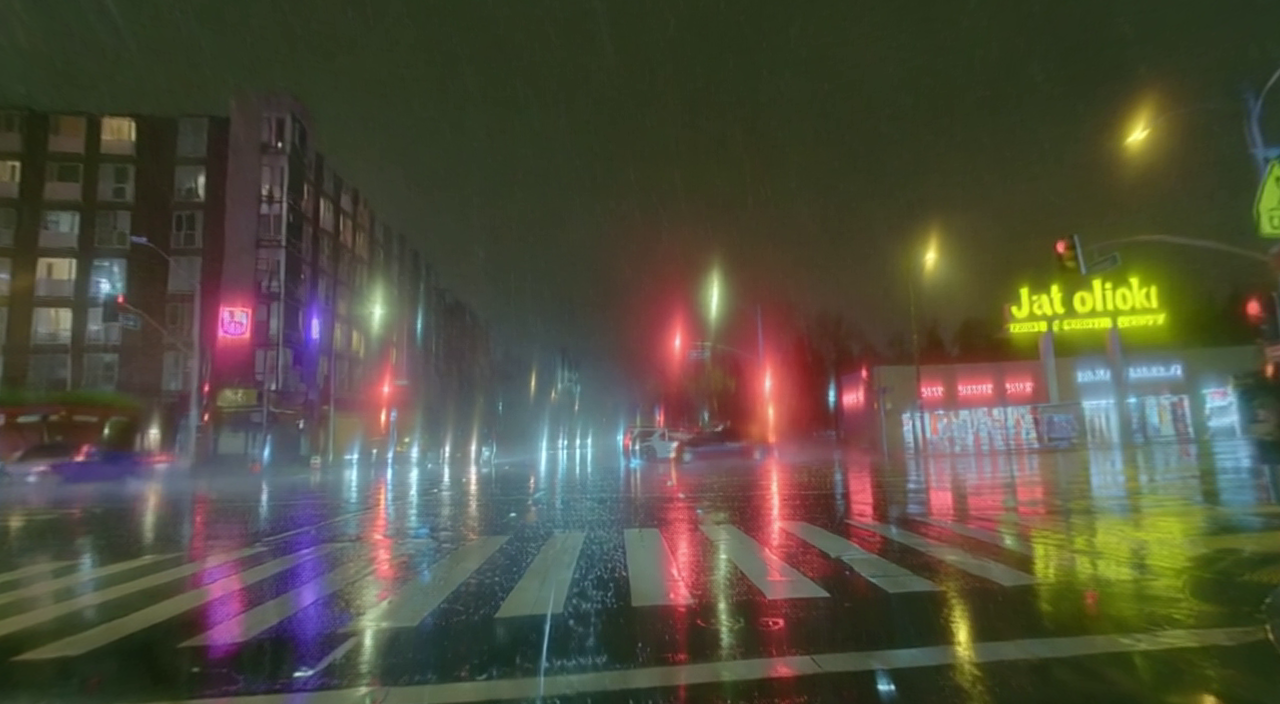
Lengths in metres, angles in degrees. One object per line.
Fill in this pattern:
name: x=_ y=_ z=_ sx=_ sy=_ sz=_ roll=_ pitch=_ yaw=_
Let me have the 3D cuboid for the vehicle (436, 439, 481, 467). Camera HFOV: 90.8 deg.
vehicle: x=-10.890 y=6.098 z=38.212 sx=1.885 sy=1.545 sz=4.124 roll=1 pitch=-8 yaw=-6

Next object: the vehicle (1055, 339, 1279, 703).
vehicle: x=3.016 y=0.615 z=0.875 sx=1.866 sy=1.654 sz=4.354 roll=0 pitch=-8 yaw=0

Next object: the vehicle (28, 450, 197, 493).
vehicle: x=-19.473 y=4.400 z=23.509 sx=4.475 sy=1.458 sz=1.681 roll=1 pitch=-9 yaw=-8

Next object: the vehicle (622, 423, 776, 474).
vehicle: x=1.842 y=3.107 z=20.406 sx=4.612 sy=1.521 sz=1.811 roll=1 pitch=-9 yaw=-10

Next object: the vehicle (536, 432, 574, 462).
vehicle: x=-5.137 y=5.805 z=38.651 sx=1.976 sy=1.683 sz=4.117 roll=0 pitch=-8 yaw=-4

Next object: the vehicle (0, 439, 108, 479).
vehicle: x=-31.535 y=5.619 z=33.551 sx=2.205 sy=1.903 sz=5.877 roll=1 pitch=-9 yaw=-10

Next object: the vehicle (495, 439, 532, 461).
vehicle: x=-8.636 y=6.726 z=43.486 sx=1.906 sy=1.402 sz=4.904 roll=0 pitch=-8 yaw=-5
